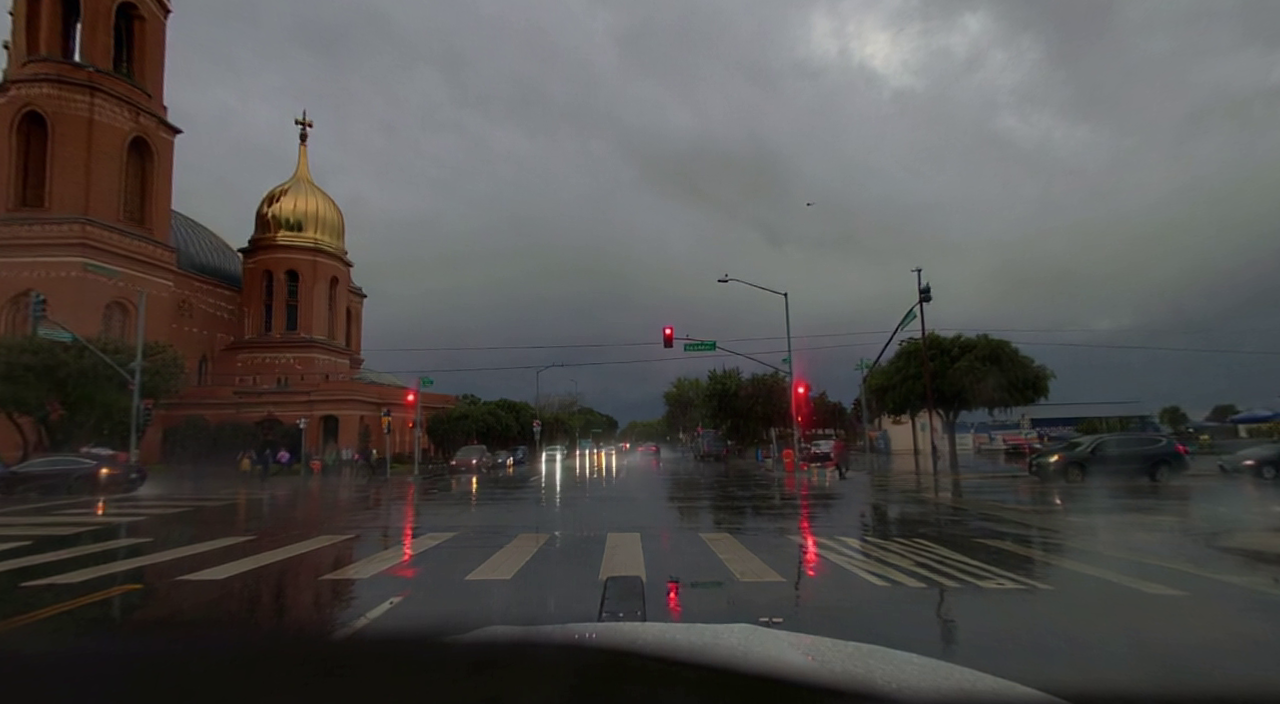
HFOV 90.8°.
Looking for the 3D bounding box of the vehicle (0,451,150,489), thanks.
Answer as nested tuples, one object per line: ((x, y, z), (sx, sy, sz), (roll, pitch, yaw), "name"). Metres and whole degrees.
((-23.360, 4.858, 26.208), (4.479, 1.476, 1.873), (0, -8, 1), "vehicle")

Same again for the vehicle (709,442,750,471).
((5.820, 6.859, 41.505), (1.969, 1.776, 4.329), (0, -8, -2), "vehicle")

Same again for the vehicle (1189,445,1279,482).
((26.373, 4.677, 26.669), (4.561, 1.475, 1.850), (0, -8, 0), "vehicle")

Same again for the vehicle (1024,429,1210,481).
((19.864, 4.303, 26.560), (5.852, 2.057, 2.361), (0, -8, 0), "vehicle")

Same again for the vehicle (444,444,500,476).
((-10.238, 6.604, 38.939), (2.076, 1.876, 4.669), (0, -8, 1), "vehicle")
